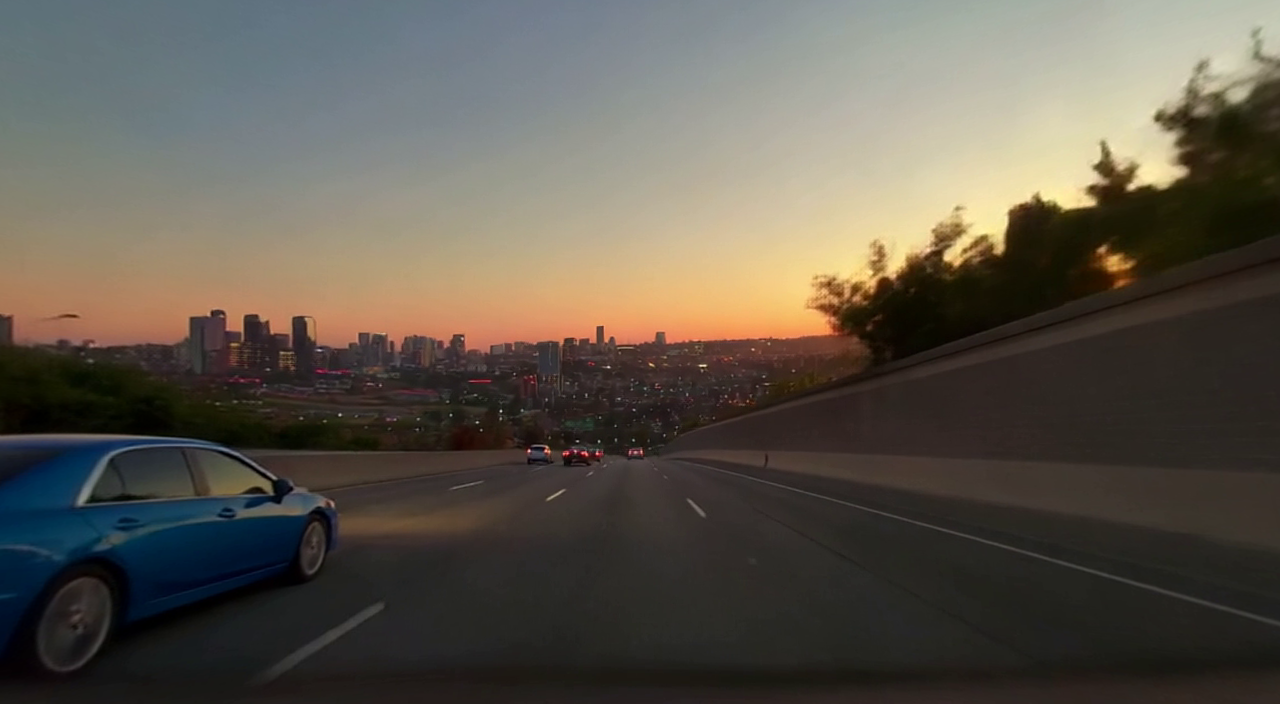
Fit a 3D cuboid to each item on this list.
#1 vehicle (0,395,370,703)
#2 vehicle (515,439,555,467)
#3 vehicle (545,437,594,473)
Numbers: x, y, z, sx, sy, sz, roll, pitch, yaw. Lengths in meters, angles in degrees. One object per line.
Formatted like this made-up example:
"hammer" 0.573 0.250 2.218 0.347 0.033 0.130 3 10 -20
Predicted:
"vehicle" -3.803 1.133 4.038 2.114 1.480 4.473 0 -9 1
"vehicle" -7.391 7.172 44.986 2.040 1.824 4.917 0 -9 -1
"vehicle" -3.569 5.343 32.900 2.075 1.702 4.257 0 -9 0
